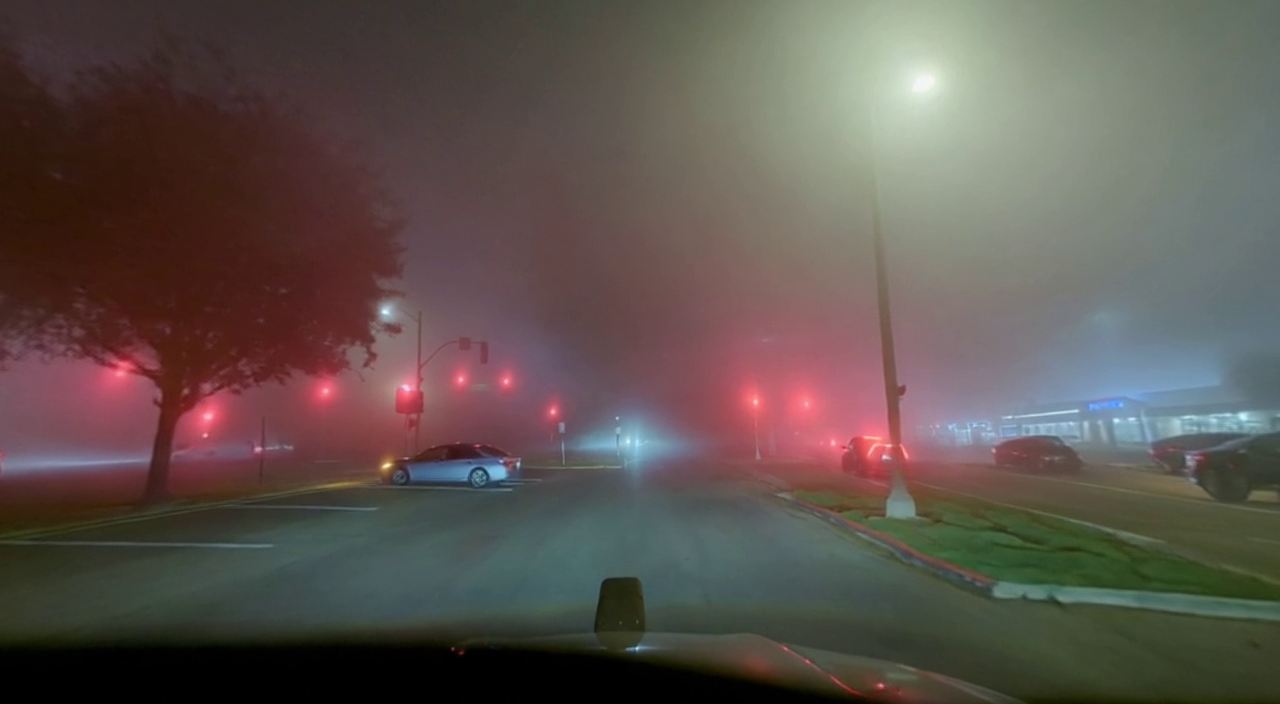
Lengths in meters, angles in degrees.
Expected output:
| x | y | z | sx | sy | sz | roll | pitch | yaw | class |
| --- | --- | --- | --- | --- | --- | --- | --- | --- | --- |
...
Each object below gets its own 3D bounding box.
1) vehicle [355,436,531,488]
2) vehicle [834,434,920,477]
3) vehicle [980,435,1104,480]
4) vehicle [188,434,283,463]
| x | y | z | sx | sy | sz | roll | pitch | yaw | class |
| --- | --- | --- | --- | --- | --- | --- | --- | --- | --- |
| -6.063 | 3.380 | 19.748 | 4.792 | 1.468 | 2.116 | -1 | -8 | 11 | vehicle |
| 9.238 | 4.046 | 25.091 | 2.061 | 1.519 | 4.794 | -1 | -8 | 6 | vehicle |
| 14.673 | 3.832 | 23.402 | 1.951 | 1.491 | 4.359 | 0 | -8 | 4 | vehicle |
| -25.793 | 6.142 | 40.420 | 4.906 | 1.784 | 1.913 | 5 | -9 | -32 | vehicle |
